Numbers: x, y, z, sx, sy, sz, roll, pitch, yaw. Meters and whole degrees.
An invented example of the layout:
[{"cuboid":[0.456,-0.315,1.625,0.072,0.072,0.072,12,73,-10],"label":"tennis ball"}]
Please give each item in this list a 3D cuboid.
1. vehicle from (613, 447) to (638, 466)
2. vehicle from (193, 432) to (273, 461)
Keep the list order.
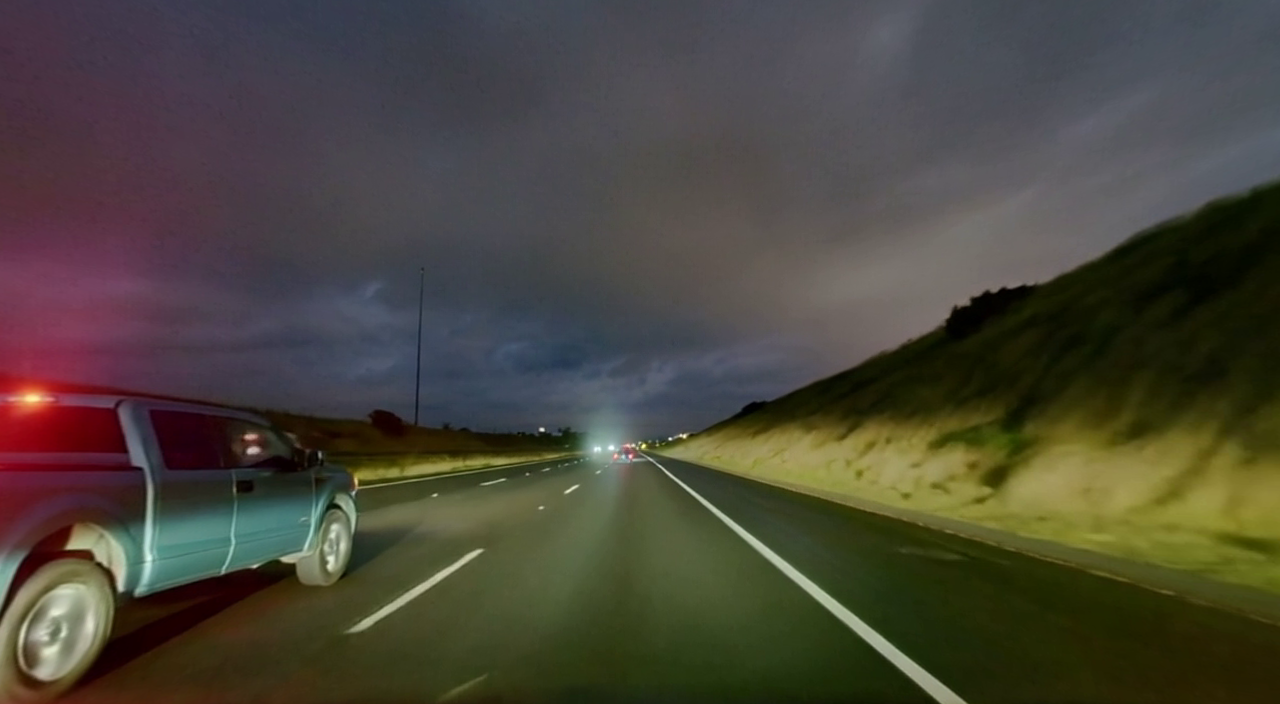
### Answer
[{"cuboid":[-1.085,8.245,49.959,1.891,1.456,3.806,0,-9,0],"label":"vehicle"},{"cuboid":[-23.093,5.416,35.997,1.794,1.507,4.208,0,-9,-1],"label":"vehicle"}]
